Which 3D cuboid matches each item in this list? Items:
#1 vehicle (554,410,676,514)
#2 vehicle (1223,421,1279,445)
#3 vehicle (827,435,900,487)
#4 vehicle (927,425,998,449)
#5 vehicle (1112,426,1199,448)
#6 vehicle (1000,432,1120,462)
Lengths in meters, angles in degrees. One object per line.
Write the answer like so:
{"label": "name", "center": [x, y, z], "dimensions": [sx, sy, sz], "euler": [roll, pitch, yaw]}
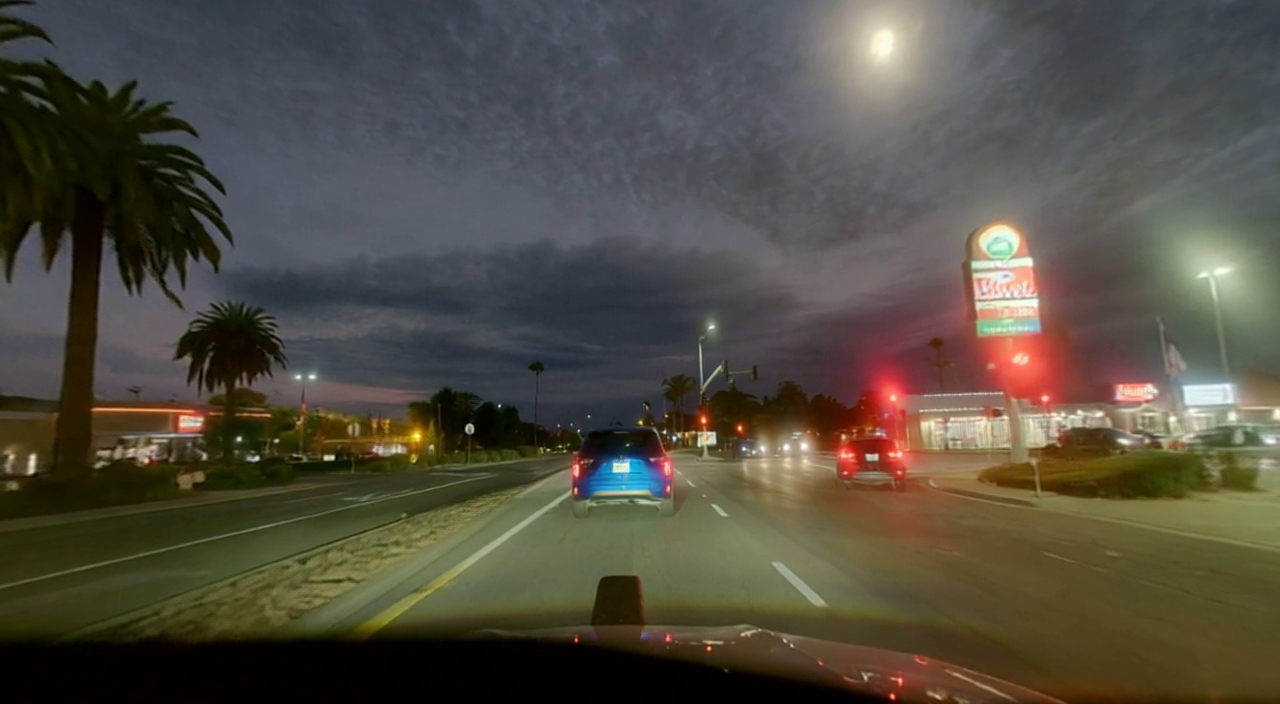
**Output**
{"label": "vehicle", "center": [-0.462, 2.394, 14.155], "dimensions": [2.263, 1.932, 4.709], "euler": [0, -8, 0]}
{"label": "vehicle", "center": [39.512, 5.065, 39.246], "dimensions": [4.527, 1.458, 1.778], "euler": [-6, -10, 34]}
{"label": "vehicle", "center": [7.604, 3.718, 21.929], "dimensions": [2.086, 1.560, 4.542], "euler": [-2, -9, 16]}
{"label": "vehicle", "center": [25.007, 6.641, 49.021], "dimensions": [4.641, 1.778, 1.958], "euler": [-6, -10, 33]}
{"label": "vehicle", "center": [36.767, 6.100, 45.224], "dimensions": [4.551, 1.471, 1.800], "euler": [-5, -10, 32]}
{"label": "vehicle", "center": [21.229, 4.804, 32.041], "dimensions": [4.745, 1.474, 1.923], "euler": [0, -8, -3]}
